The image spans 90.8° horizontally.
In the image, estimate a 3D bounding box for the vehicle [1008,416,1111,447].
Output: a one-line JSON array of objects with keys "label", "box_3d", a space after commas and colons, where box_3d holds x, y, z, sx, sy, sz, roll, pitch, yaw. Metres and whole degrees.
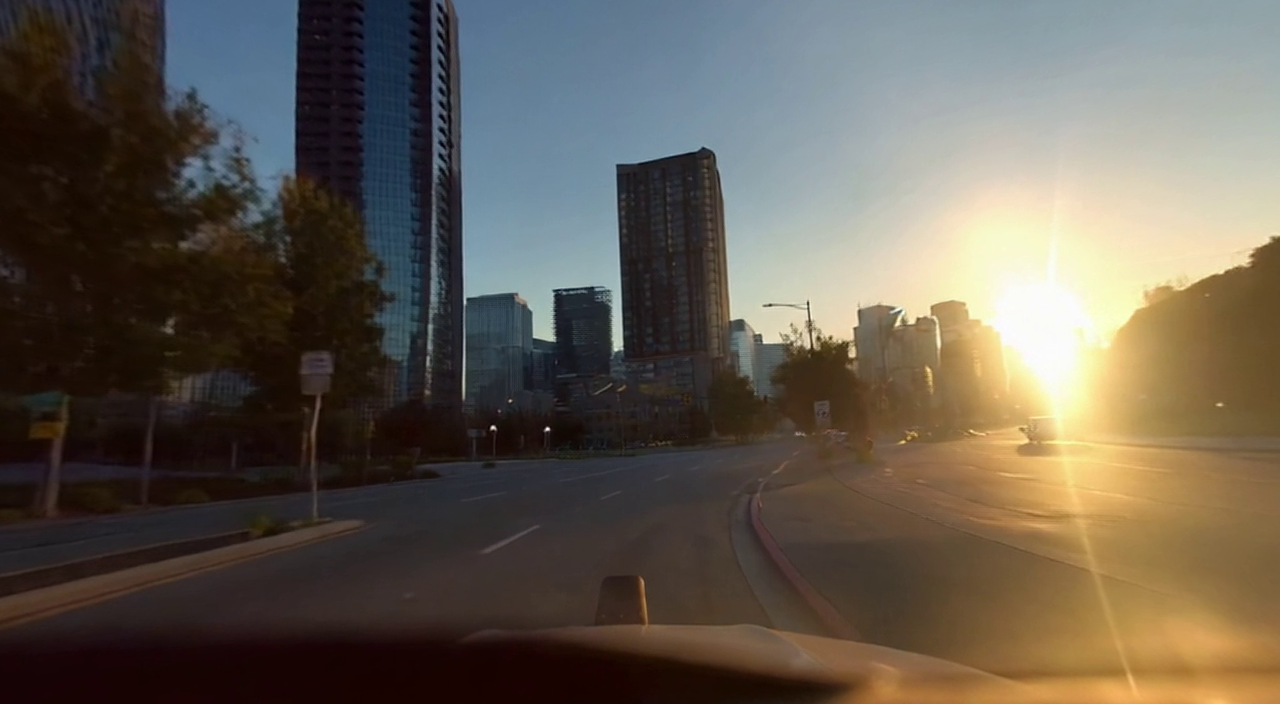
[{"label": "vehicle", "box_3d": [25.775, 4.947, 38.914, 4.871, 1.757, 2.014, -9, -12, 44]}]

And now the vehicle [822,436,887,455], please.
[{"label": "vehicle", "box_3d": [15.980, 6.949, 47.047, 4.218, 1.385, 1.830, 2, -9, -16]}]
